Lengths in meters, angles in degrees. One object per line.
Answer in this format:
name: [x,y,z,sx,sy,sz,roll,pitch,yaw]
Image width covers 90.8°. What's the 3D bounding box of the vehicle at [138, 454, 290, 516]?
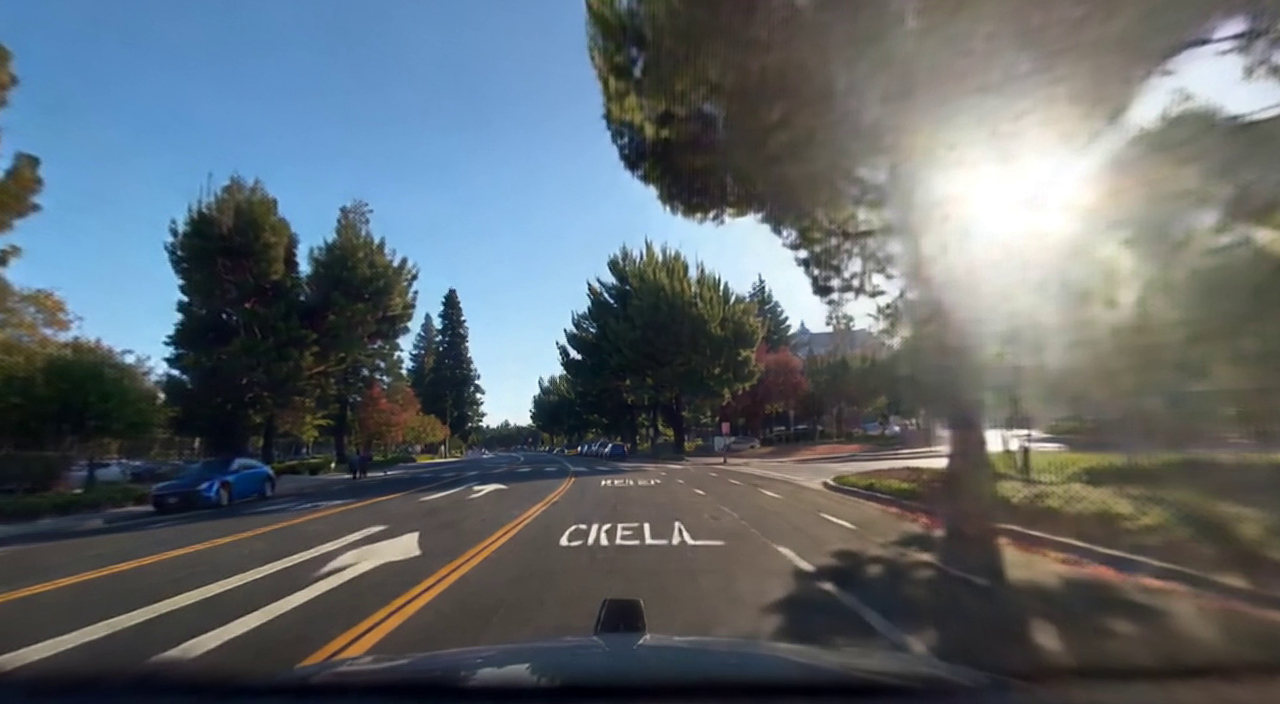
vehicle: [-13.713,4.279,20.753,2.090,1.680,4.434,-3,-10,-4]
